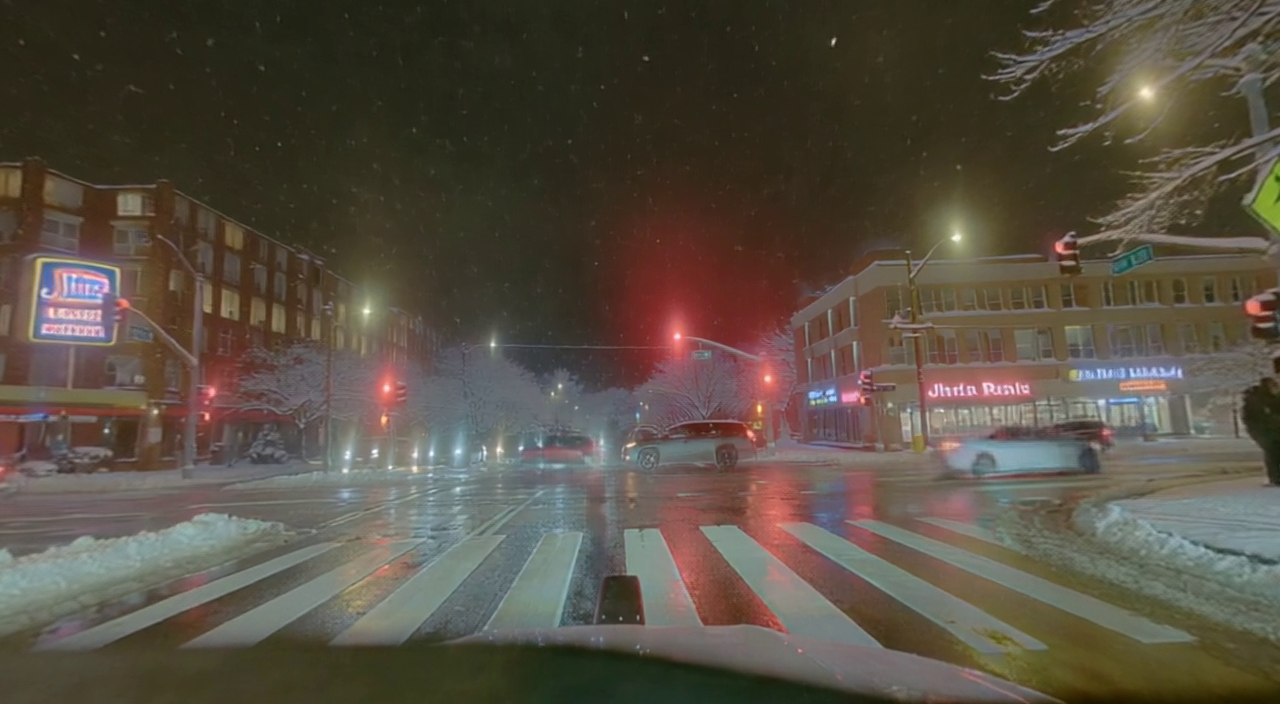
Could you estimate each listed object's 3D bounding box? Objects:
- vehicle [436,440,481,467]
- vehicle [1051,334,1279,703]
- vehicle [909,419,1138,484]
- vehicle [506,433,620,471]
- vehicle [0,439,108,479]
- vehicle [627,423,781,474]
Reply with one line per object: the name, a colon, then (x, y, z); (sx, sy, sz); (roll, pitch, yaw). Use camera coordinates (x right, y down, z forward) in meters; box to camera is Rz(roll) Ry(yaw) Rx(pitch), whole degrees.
vehicle: (-10.880, 6.100, 38.215); (1.885, 1.545, 4.124); (1, -8, -6)
vehicle: (2.994, 0.605, 0.872); (1.866, 1.654, 4.354); (0, -8, 0)
vehicle: (9.536, 2.475, 15.892); (4.758, 1.480, 1.849); (1, -8, -10)
vehicle: (-3.127, 4.088, 25.929); (4.475, 1.458, 1.681); (1, -9, -8)
vehicle: (-31.545, 5.630, 33.555); (2.205, 1.903, 5.877); (1, -9, -10)
vehicle: (2.013, 3.105, 20.443); (4.612, 1.521, 1.811); (1, -9, -10)
